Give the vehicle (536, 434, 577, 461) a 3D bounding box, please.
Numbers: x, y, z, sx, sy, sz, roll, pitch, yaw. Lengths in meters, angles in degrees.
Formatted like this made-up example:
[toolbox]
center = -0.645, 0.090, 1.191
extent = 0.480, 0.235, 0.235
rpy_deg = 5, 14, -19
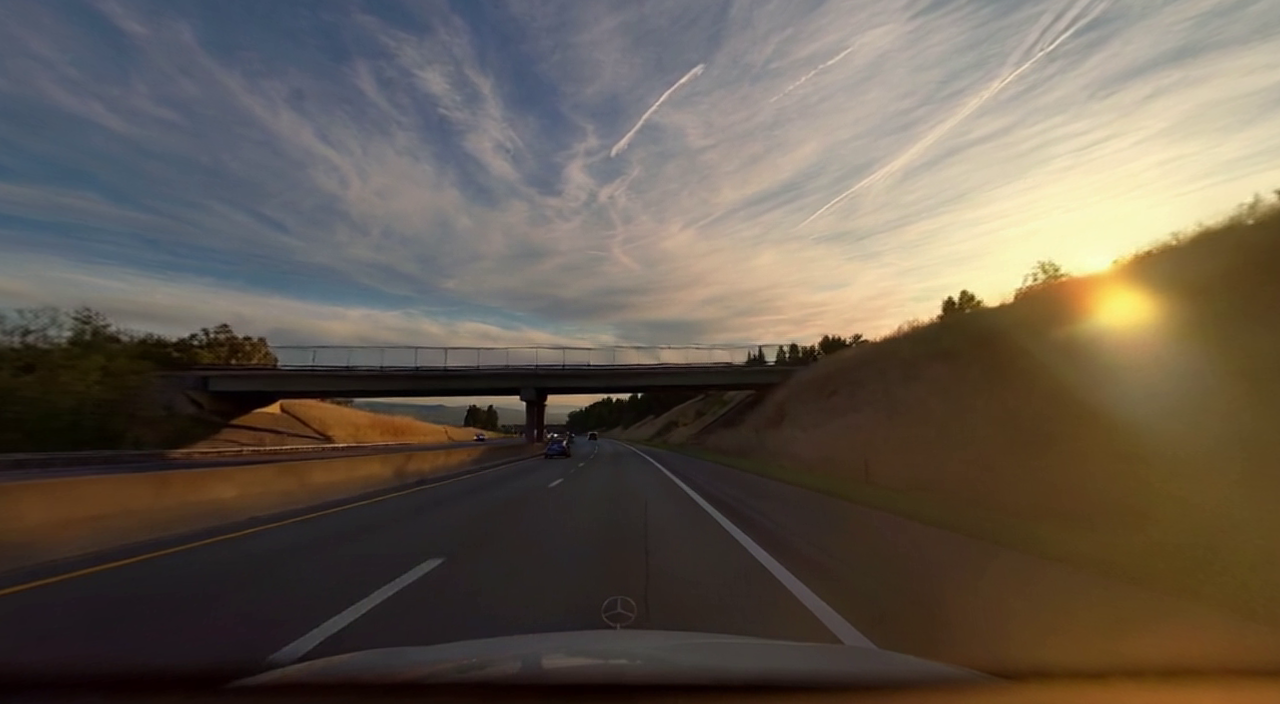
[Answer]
[vehicle]
center = -4.999, 5.745, 38.166
extent = 2.005, 1.509, 4.260
rpy_deg = 0, -8, -2
